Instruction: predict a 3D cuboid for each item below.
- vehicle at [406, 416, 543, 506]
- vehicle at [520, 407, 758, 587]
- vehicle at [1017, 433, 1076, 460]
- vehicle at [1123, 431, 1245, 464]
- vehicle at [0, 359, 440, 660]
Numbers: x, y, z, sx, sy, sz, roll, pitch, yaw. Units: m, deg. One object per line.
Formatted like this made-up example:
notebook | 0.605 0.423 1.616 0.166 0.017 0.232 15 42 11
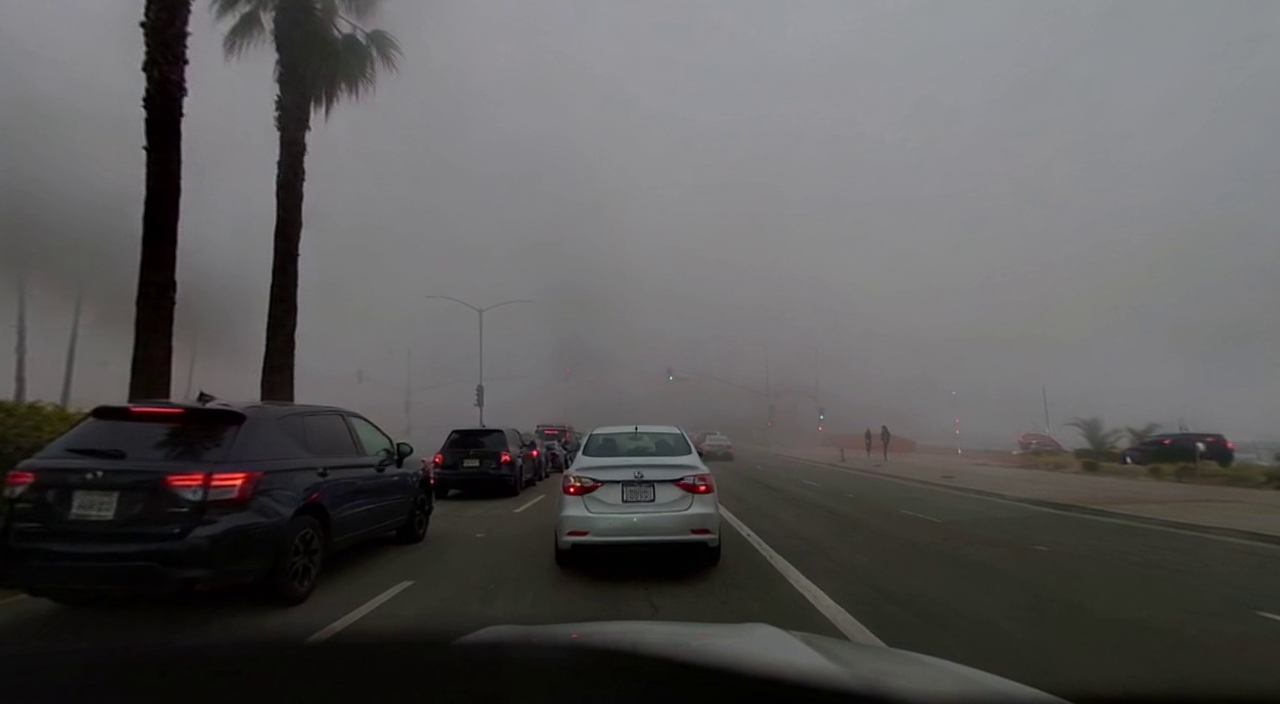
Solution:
vehicle | -3.452 2.363 14.000 1.840 1.684 4.041 0 -8 1
vehicle | -0.048 1.608 7.821 2.114 1.585 4.285 0 -8 -1
vehicle | 26.157 6.108 40.713 1.882 1.672 3.957 -2 -9 13
vehicle | 25.448 4.479 29.596 3.914 1.427 1.779 -2 -8 5
vehicle | -3.534 1.232 5.928 1.914 1.741 4.398 0 -8 -1
